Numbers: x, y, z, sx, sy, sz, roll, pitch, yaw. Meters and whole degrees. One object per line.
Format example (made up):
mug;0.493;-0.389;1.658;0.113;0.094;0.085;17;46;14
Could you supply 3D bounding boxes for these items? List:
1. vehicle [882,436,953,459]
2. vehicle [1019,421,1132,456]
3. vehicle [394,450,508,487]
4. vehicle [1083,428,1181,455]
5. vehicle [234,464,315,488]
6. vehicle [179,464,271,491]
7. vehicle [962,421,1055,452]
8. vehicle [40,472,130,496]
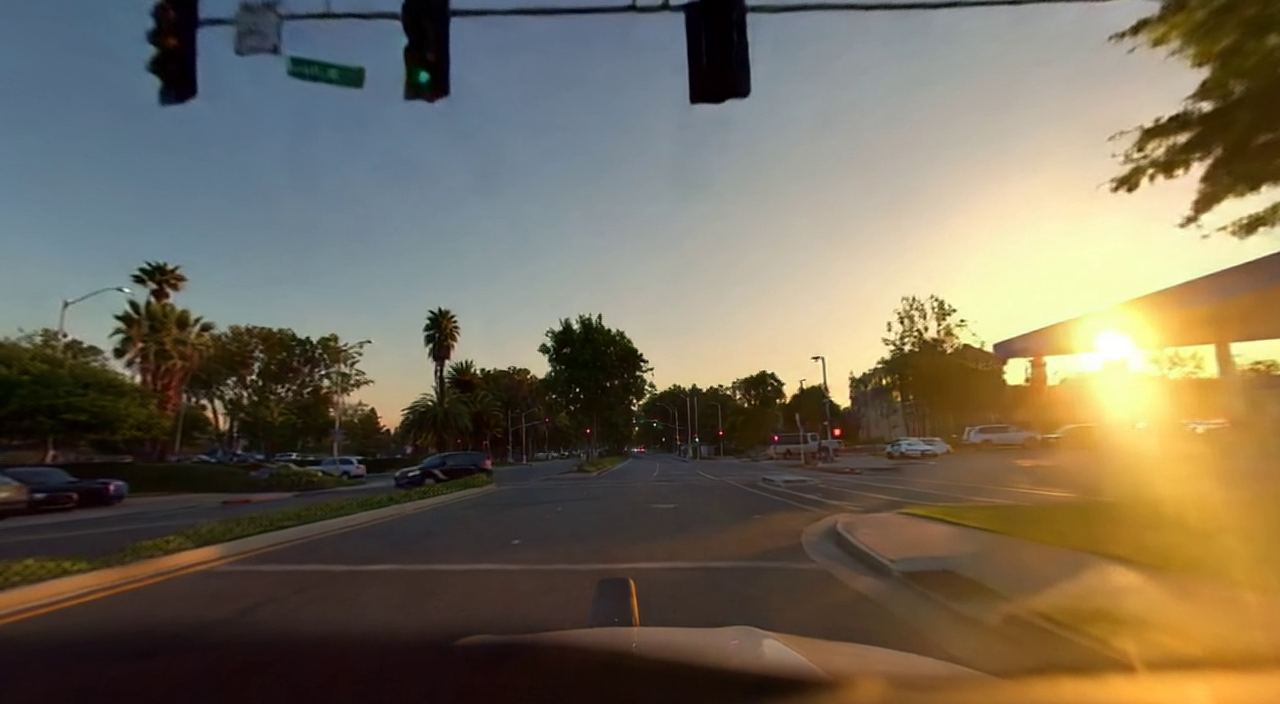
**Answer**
vehicle;21.641;7.450;49.415;4.578;1.756;2.042;1;-9;-6
vehicle;30.458;6.081;44.301;6.052;2.171;2.511;-2;-8;-5
vehicle;-8.327;5.131;28.286;1.920;1.496;4.763;-5;-10;31
vehicle;30.362;5.537;39.073;4.286;1.519;2.070;-1;-9;-2
vehicle;-25.806;8.761;44.732;4.448;1.525;1.835;1;-9;-4
vehicle;-25.599;7.755;39.075;4.407;1.565;1.861;0;-9;2
vehicle;28.970;6.701;49.852;5.625;2.303;2.592;0;-9;2
vehicle;-37.779;8.989;43.057;4.182;1.452;1.954;0;-9;-1
